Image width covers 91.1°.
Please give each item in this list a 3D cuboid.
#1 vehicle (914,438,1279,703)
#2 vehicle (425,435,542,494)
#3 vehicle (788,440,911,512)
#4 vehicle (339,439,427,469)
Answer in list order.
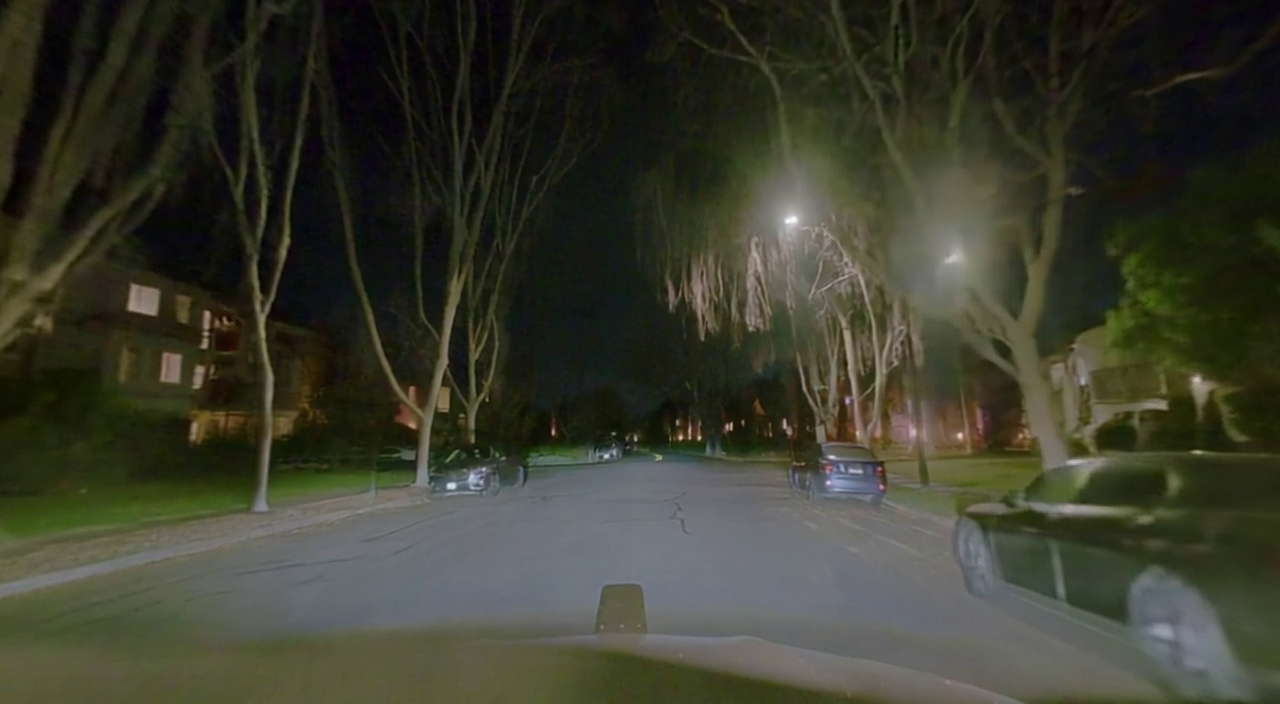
[{"bbox_3d":[3.753,1.312,4.271,2.088,1.429,4.796,-1,-8,6],"label":"vehicle"},{"bbox_3d":[-4.702,3.528,19.643,1.943,1.433,4.717,-7,-11,6],"label":"vehicle"},{"bbox_3d":[4.934,2.913,15.509,1.931,1.395,4.793,0,-8,7],"label":"vehicle"},{"bbox_3d":[-16.991,6.758,41.707,4.879,1.867,2.234,1,-8,-4],"label":"vehicle"}]
